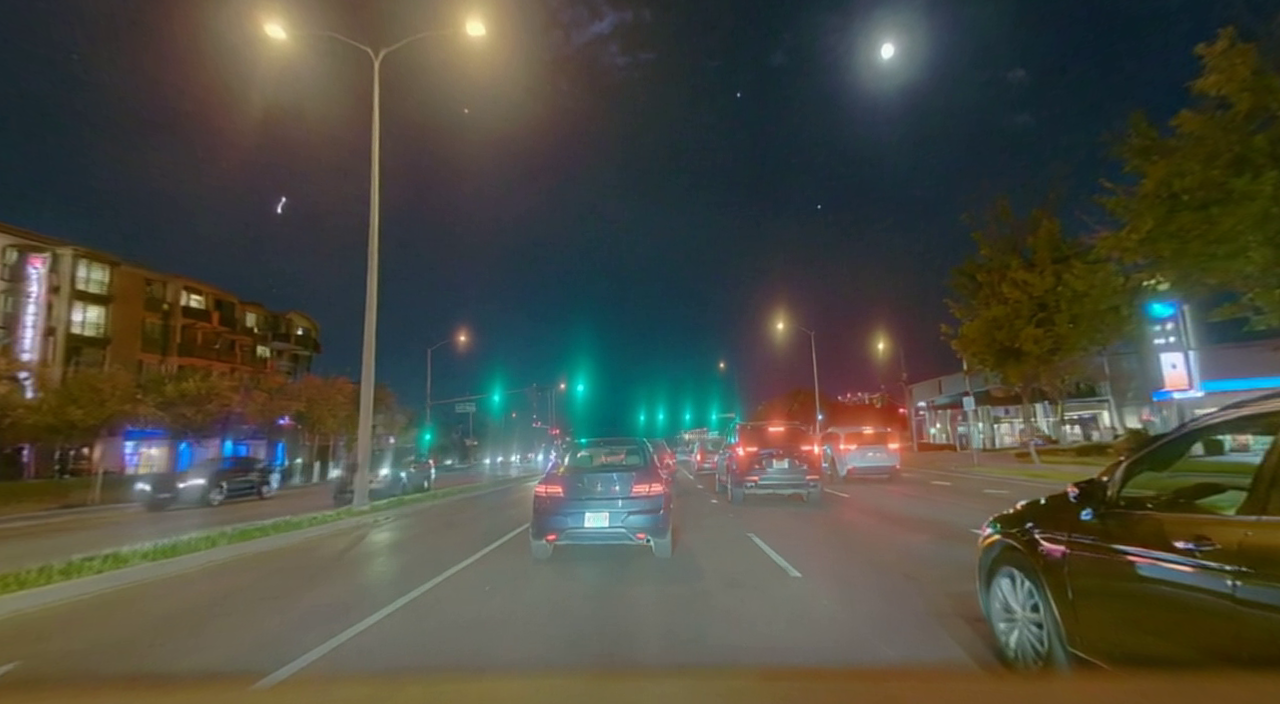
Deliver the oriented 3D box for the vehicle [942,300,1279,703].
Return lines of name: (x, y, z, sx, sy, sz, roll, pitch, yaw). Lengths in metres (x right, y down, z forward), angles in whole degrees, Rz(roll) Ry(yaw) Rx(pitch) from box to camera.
vehicle: (3.236, 0.841, 2.401, 1.982, 1.960, 4.427, 0, -8, 1)

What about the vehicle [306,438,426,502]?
vehicle: (-9.281, 4.001, 21.800, 1.979, 1.987, 4.542, 0, -8, 1)

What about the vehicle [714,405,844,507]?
vehicle: (3.753, 2.976, 18.357, 2.516, 2.481, 5.766, 0, -8, 0)

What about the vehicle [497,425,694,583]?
vehicle: (-0.451, 1.934, 8.824, 2.111, 1.676, 4.018, 0, -8, 1)

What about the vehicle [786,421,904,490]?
vehicle: (7.409, 3.812, 23.463, 2.627, 2.252, 5.236, 0, -8, 0)

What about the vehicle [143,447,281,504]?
vehicle: (-16.305, 4.673, 24.309, 2.010, 1.964, 4.541, 0, -8, 2)
